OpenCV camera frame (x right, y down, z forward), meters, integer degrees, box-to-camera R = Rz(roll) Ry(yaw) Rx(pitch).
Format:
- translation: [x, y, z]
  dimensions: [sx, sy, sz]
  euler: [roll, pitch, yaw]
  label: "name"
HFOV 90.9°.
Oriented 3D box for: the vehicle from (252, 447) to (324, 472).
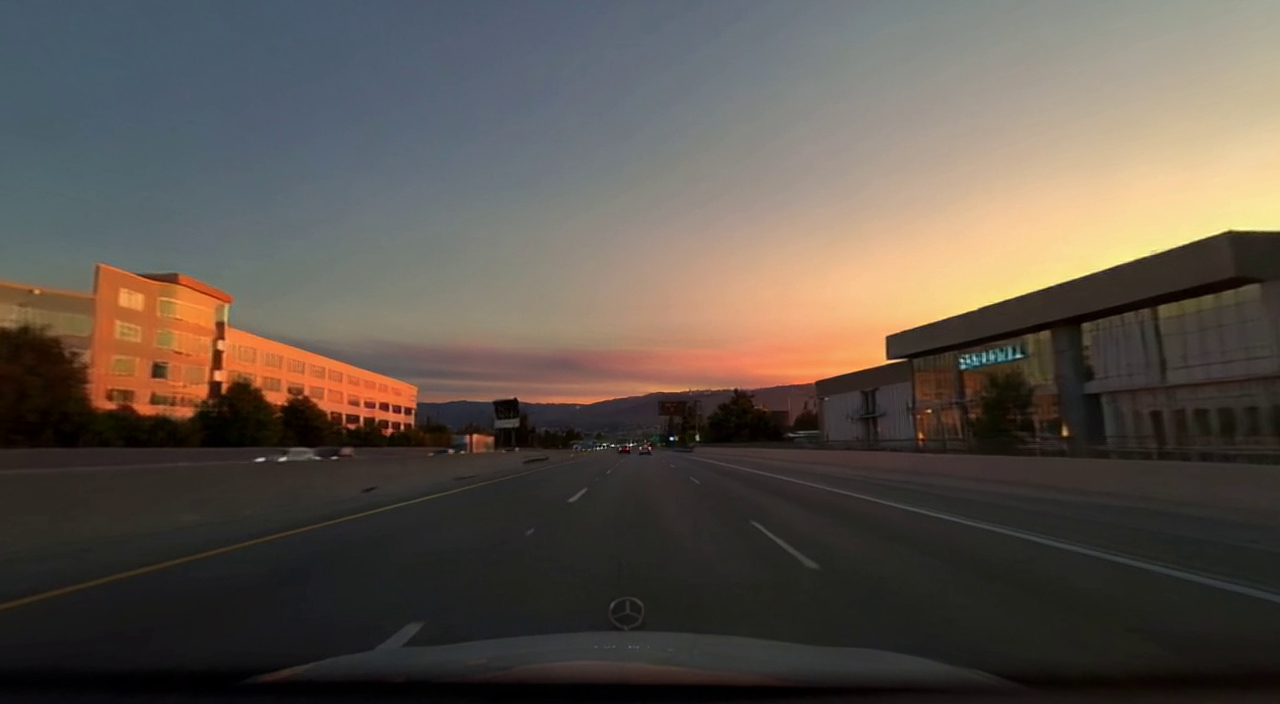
- translation: [-22.953, 6.988, 41.338]
  dimensions: [1.908, 1.481, 4.806]
  euler: [0, -8, 1]
  label: "vehicle"
